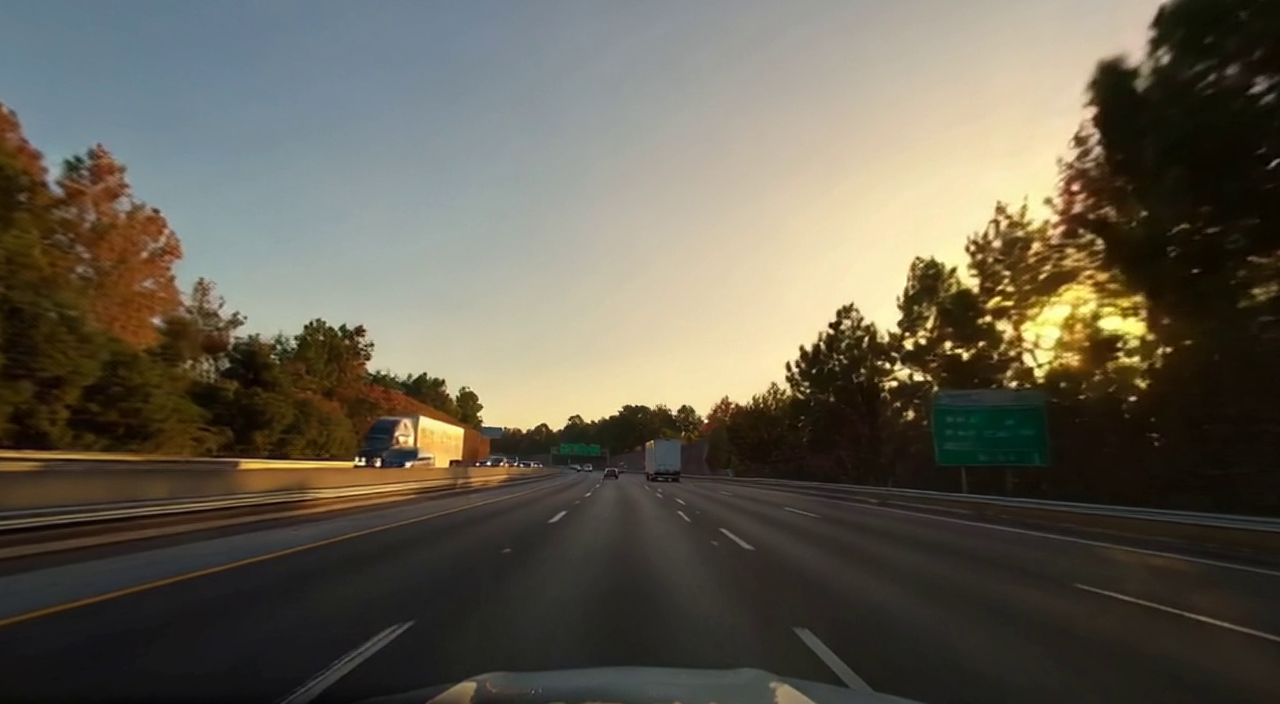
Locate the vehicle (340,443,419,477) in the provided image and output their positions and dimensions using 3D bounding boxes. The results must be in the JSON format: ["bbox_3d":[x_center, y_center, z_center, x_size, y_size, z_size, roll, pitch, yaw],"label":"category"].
[{"bbox_3d":[-12.189,5.151,29.818,1.949,1.465,4.211,1,-10,-1],"label":"vehicle"}]

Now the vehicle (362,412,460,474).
[{"bbox_3d":[-17.069,7.253,48.535,2.843,4.003,14.134,1,-10,-2],"label":"vehicle"}]
